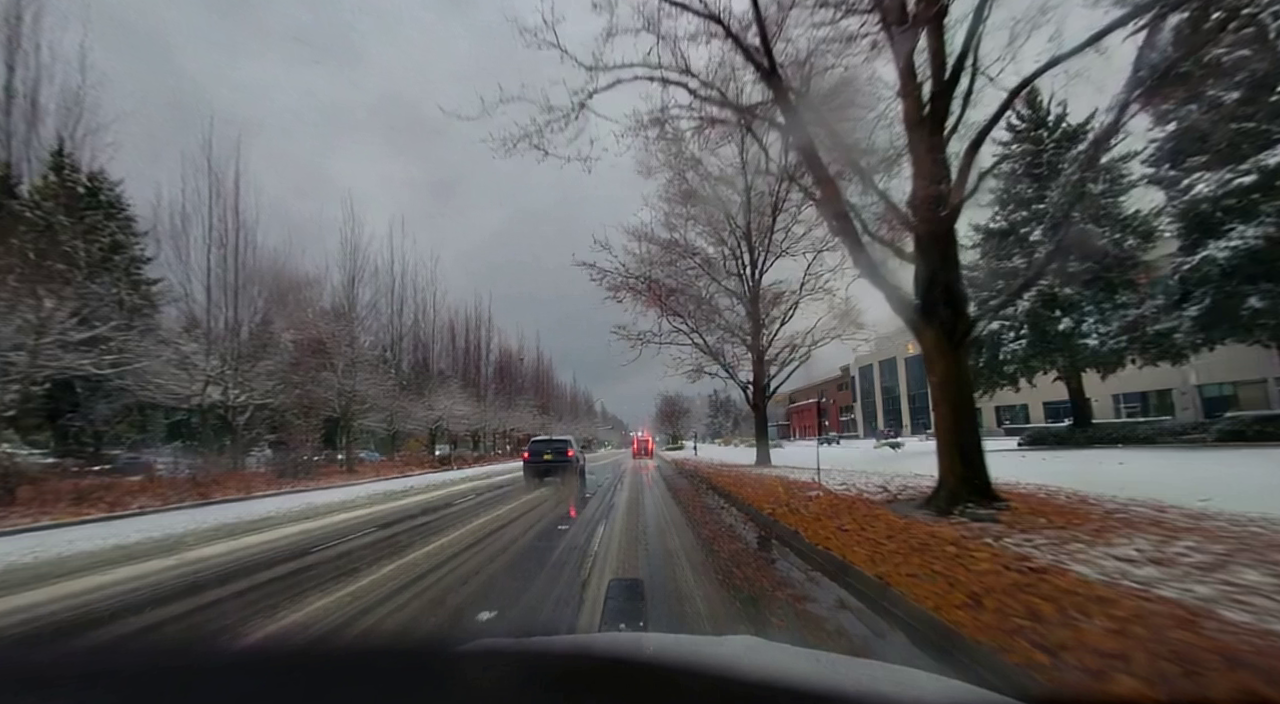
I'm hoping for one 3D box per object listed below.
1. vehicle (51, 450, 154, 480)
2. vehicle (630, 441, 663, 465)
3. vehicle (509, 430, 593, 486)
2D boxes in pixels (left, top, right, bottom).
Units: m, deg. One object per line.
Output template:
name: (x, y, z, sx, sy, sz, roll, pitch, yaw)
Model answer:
vehicle: (-30.465, 6.388, 35.880, 1.793, 1.486, 4.631, 0, -8, 0)
vehicle: (0.387, 6.579, 41.295, 2.040, 1.493, 3.682, 0, -8, -1)
vehicle: (-2.924, 3.609, 21.684, 2.197, 1.709, 4.069, 0, -8, 1)
